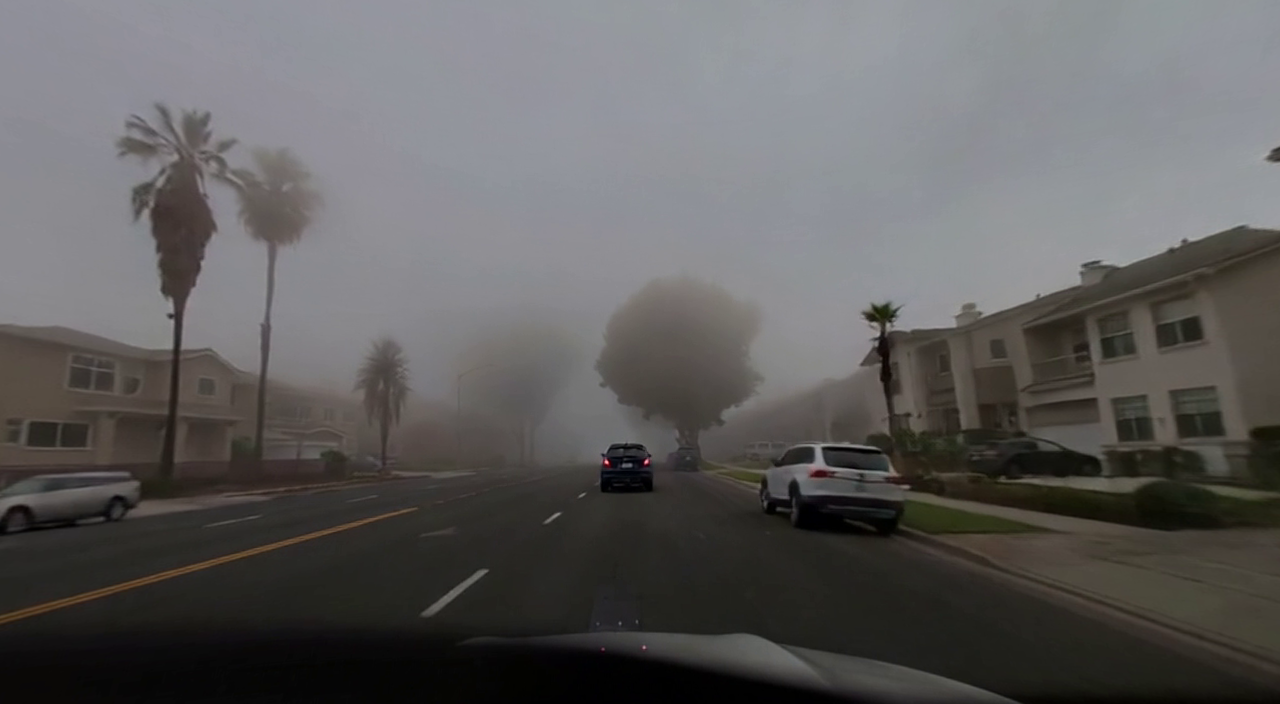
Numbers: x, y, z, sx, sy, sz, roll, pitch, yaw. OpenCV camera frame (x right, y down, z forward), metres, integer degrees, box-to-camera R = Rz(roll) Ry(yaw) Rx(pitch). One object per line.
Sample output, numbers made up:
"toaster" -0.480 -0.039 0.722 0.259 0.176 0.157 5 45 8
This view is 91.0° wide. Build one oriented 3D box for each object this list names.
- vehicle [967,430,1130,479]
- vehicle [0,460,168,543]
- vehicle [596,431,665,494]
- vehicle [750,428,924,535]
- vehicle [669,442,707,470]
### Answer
"vehicle" 14.131 3.569 22.004 4.238 1.621 2.067 0 -9 -1
"vehicle" -13.991 3.483 15.018 1.877 1.443 4.677 -3 -7 0
"vehicle" -0.273 3.620 20.923 1.994 1.810 5.057 0 -9 0
"vehicle" 3.510 2.391 12.175 1.949 1.685 4.161 0 -9 -1
"vehicle" 3.500 7.772 47.175 2.416 1.922 5.023 0 -9 0
